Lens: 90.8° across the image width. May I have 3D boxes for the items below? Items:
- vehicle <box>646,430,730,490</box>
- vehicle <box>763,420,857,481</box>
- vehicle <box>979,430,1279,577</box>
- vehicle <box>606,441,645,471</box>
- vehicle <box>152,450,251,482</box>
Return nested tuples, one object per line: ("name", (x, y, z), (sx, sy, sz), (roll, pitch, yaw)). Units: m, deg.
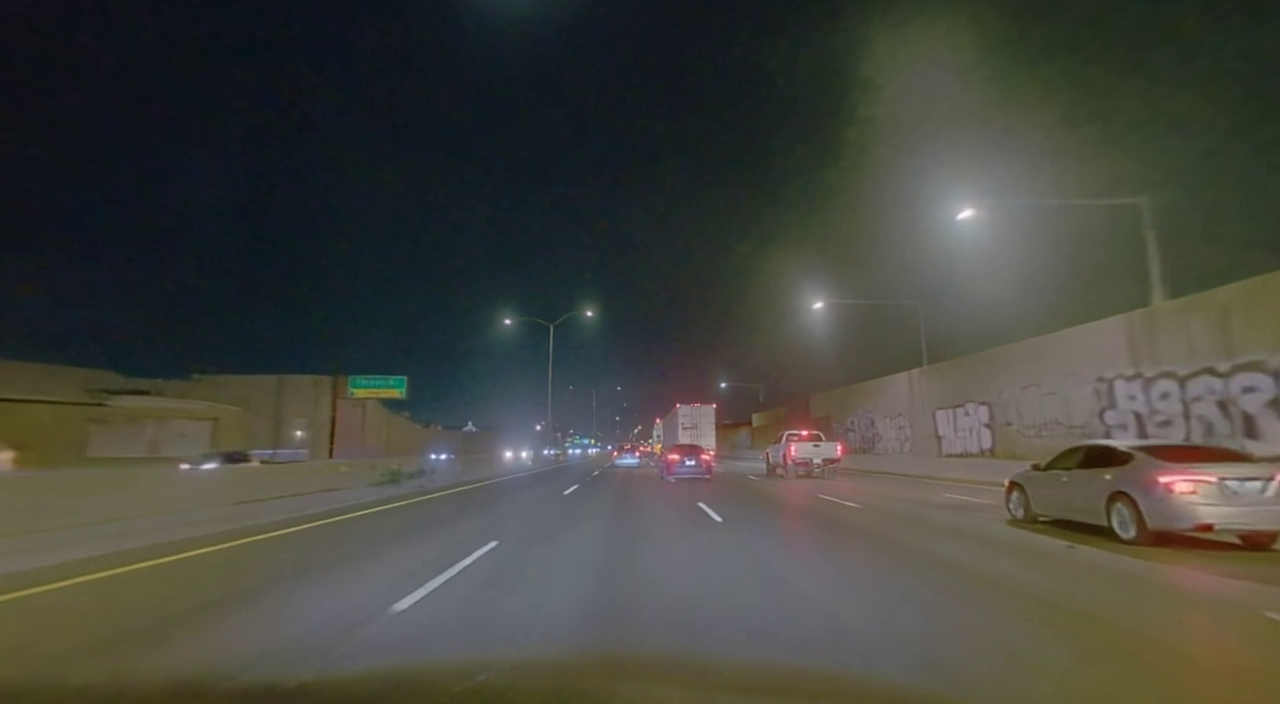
("vehicle", (1.524, 3.769, 22.298), (2.249, 1.843, 5.176), (0, -9, -4))
("vehicle", (7.266, 4.338, 27.838), (2.322, 2.360, 6.433), (0, -9, 0))
("vehicle", (7.040, 1.905, 8.823), (1.915, 1.476, 4.677), (0, -9, -1))
("vehicle", (-0.811, 5.958, 36.320), (2.073, 1.640, 3.990), (0, -9, -1))
("vehicle", (-20.628, 5.343, 29.947), (1.851, 1.389, 4.016), (0, -9, 0))
